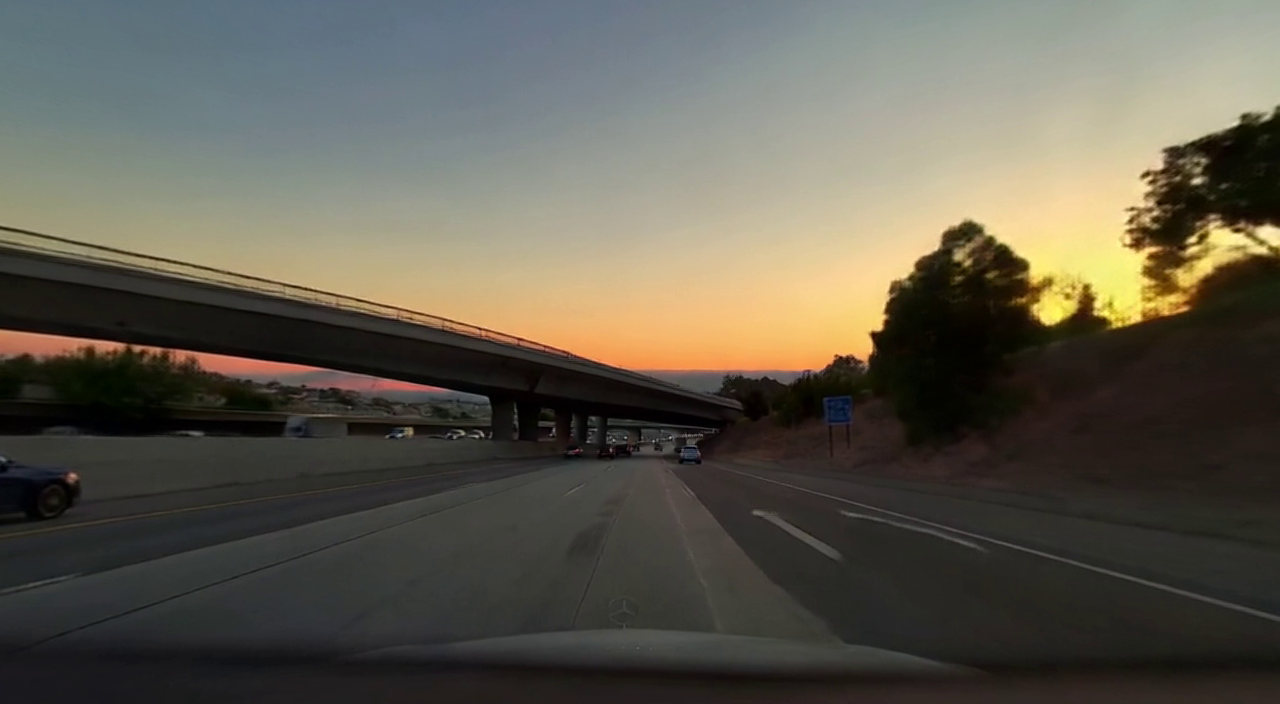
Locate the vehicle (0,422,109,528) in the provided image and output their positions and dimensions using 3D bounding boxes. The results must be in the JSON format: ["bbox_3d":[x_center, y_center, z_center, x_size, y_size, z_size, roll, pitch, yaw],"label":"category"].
[{"bbox_3d":[-11.285,1.942,9.863,1.995,1.682,4.516,0,-8,0],"label":"vehicle"}]

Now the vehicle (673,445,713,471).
[{"bbox_3d":[3.227,6.555,39.294,2.059,1.509,4.670,0,-8,0],"label":"vehicle"}]

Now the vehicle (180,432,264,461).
[{"bbox_3d":[-24.496,5.558,37.205,1.874,1.549,4.444,0,-8,0],"label":"vehicle"}]
